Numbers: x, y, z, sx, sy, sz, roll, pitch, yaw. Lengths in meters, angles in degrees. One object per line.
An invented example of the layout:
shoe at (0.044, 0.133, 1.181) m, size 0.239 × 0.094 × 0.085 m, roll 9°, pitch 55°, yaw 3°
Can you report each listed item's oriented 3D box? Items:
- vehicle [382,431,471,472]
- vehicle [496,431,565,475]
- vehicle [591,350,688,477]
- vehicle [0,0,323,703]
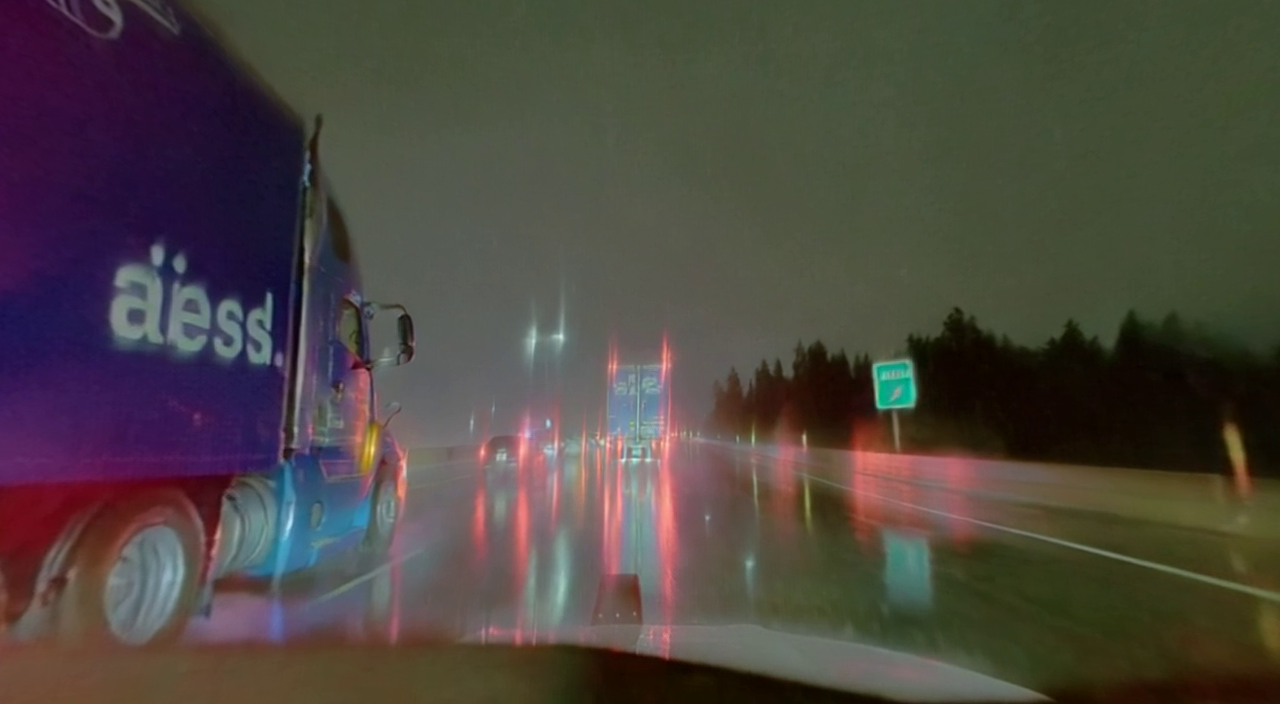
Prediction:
vehicle at (-8.436, 3.953, 25.339) m, size 1.976 × 1.510 × 4.604 m, roll 0°, pitch -8°, yaw 0°
vehicle at (-4.018, 3.742, 23.653) m, size 1.933 × 1.492 × 3.838 m, roll 0°, pitch -8°, yaw 0°
vehicle at (-0.222, 2.692, 25.824) m, size 3.118 × 4.106 × 10.719 m, roll 0°, pitch -8°, yaw -2°
vehicle at (-4.303, -0.284, 2.581) m, size 3.007 × 4.031 × 6.044 m, roll 0°, pitch -7°, yaw -3°
